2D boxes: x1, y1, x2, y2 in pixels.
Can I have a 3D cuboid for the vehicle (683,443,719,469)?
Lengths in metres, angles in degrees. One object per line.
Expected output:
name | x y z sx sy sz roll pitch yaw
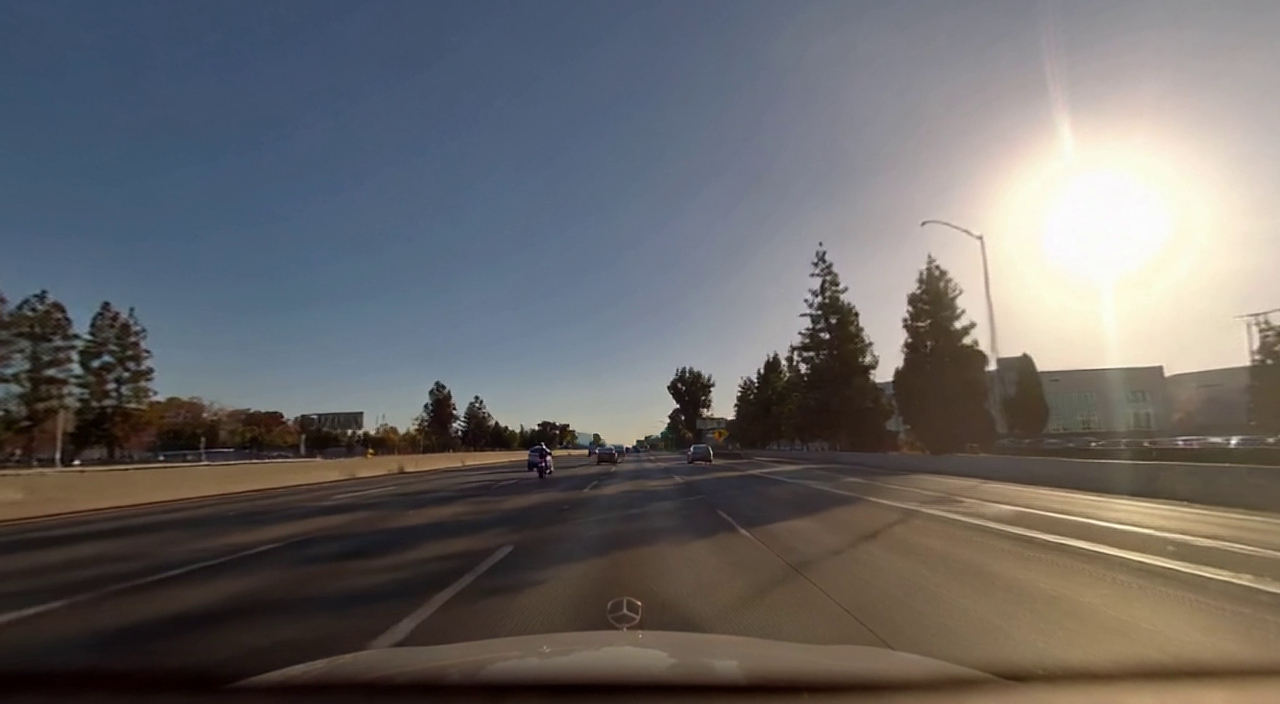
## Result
vehicle | 4.177 7.206 43.663 2.047 1.662 4.243 0 -9 -1
